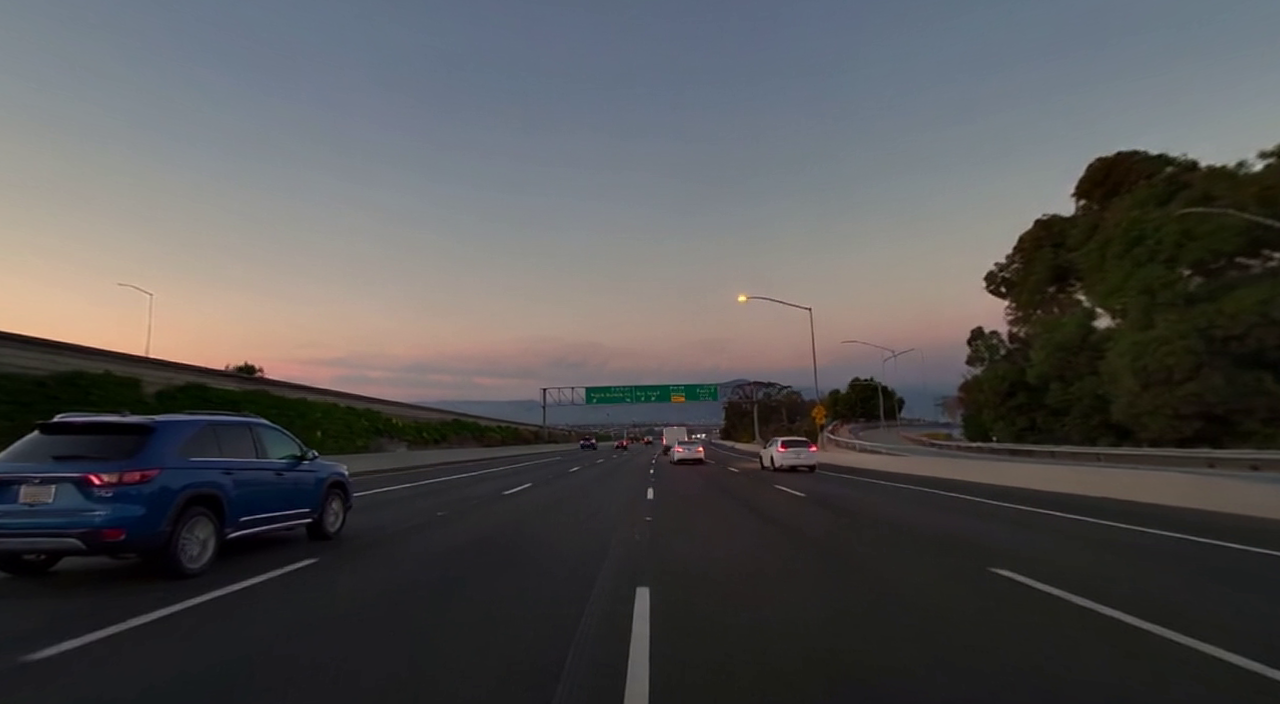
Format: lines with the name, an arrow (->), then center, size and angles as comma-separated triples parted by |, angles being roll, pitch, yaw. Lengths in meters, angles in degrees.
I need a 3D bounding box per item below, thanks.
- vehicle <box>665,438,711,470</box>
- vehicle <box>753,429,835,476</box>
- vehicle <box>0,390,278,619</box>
vehicle -> 2.400, 5.270, 33.058 | 2.108, 1.509, 5.059 | 0, -8, 1
vehicle -> 6.125, 4.069, 25.790 | 2.184, 1.712, 4.856 | 0, -8, 0
vehicle -> -5.607, 1.274, 5.756 | 2.000, 1.646, 4.201 | 0, -8, 2
